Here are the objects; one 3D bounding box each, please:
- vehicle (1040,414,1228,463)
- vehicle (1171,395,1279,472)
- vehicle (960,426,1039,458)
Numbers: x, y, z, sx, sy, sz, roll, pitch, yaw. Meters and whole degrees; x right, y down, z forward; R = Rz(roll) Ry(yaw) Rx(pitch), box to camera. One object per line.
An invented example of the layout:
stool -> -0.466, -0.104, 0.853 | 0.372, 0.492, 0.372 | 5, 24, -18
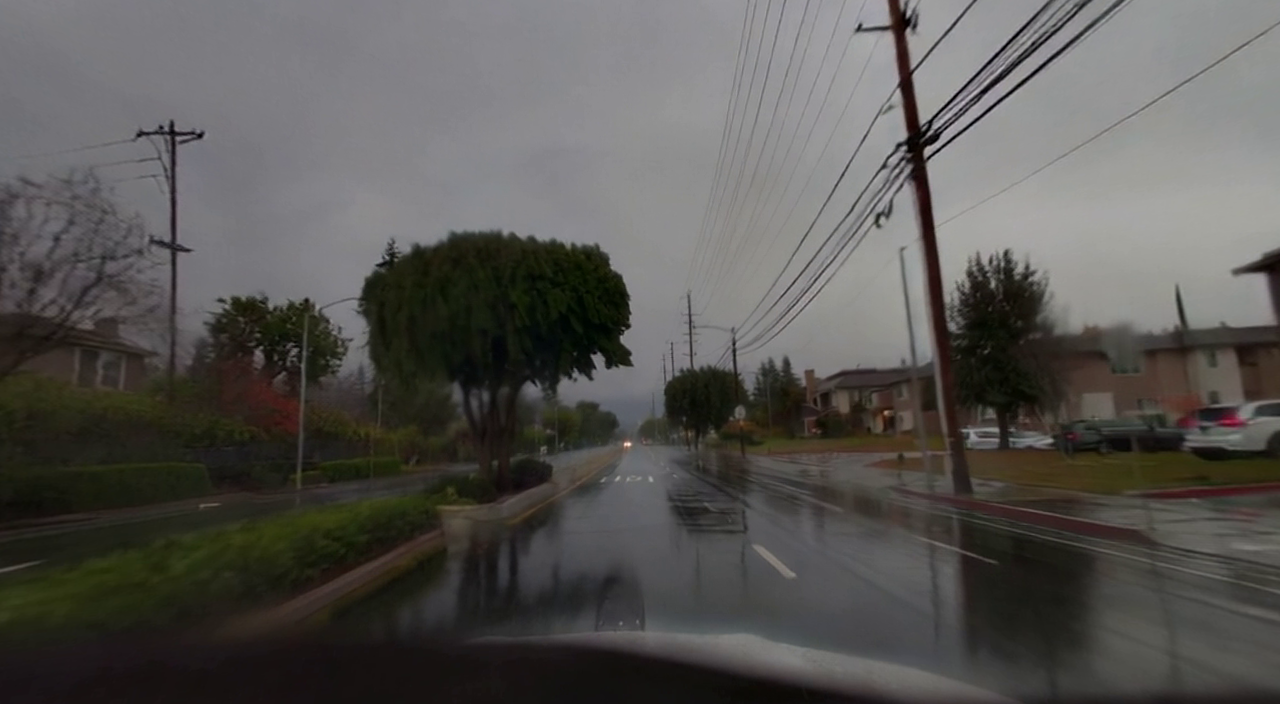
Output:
vehicle -> 16.590, 2.924, 21.399 | 4.681, 1.541, 2.049 | 0, -8, -3
vehicle -> 16.762, 2.062, 15.886 | 4.833, 1.786, 2.136 | 0, -8, 0
vehicle -> 22.101, 5.567, 39.057 | 1.960, 1.873, 4.839 | 0, -8, -1
